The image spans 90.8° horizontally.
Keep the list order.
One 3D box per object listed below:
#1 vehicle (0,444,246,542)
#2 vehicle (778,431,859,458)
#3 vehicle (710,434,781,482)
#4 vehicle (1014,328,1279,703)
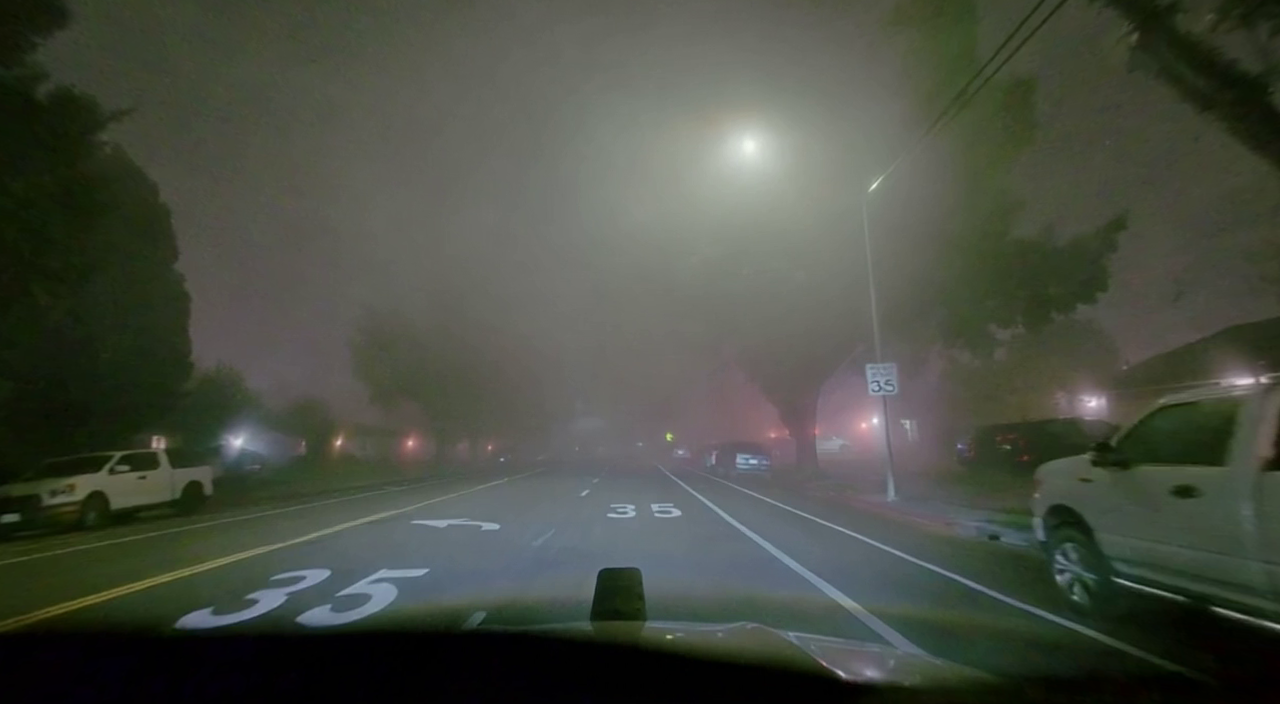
[{"bbox_3d":[-10.924,2.839,13.563,1.994,1.698,4.762,0,-9,-2],"label":"vehicle"},{"bbox_3d":[12.100,6.309,43.056,4.912,1.734,2.006,0,-9,-1],"label":"vehicle"},{"bbox_3d":[4.070,4.176,25.088,1.915,1.715,4.451,0,-9,-2],"label":"vehicle"},{"bbox_3d":[4.399,0.755,2.607,2.268,1.918,5.661,0,-8,0],"label":"vehicle"}]
